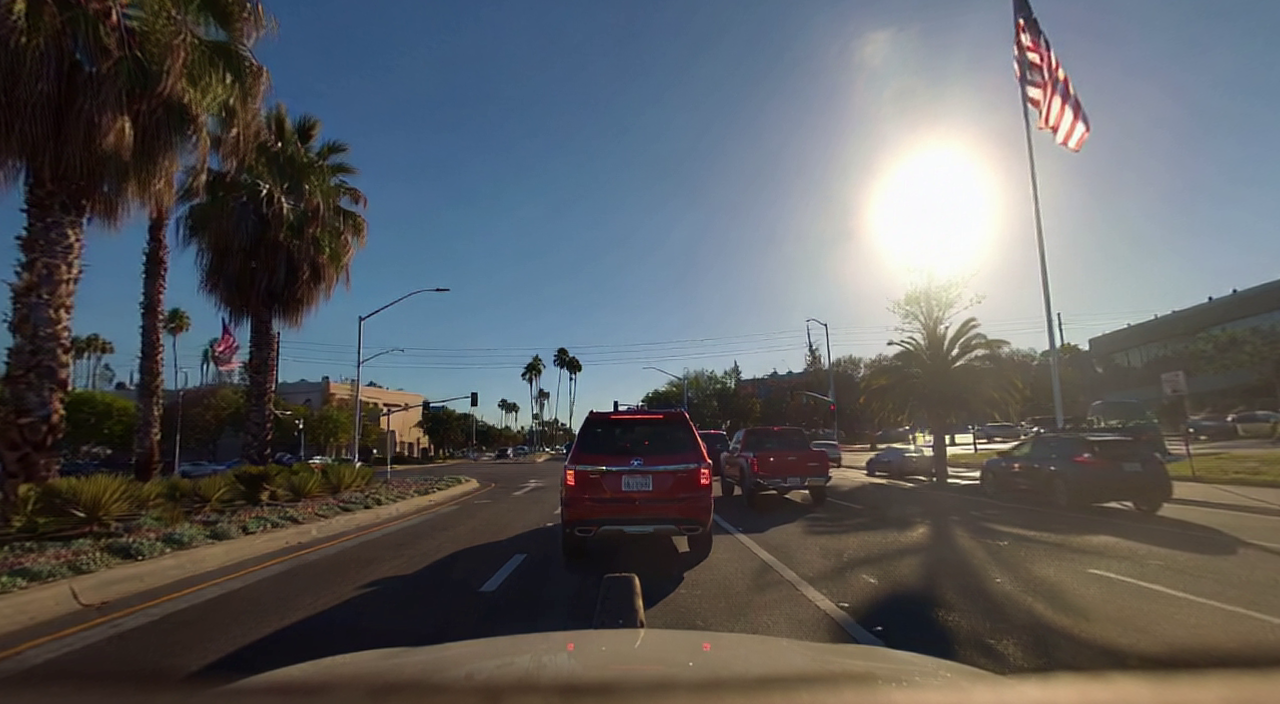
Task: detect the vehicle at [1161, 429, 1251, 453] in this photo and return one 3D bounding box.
[{"bbox_3d":[36.417,5.762,40.841,1.839,1.455,4.395,0,-9,2],"label":"vehicle"}]

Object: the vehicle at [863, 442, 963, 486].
[{"bbox_3d":[10.184,4.178,23.978,1.855,1.495,4.143,0,-9,-1],"label":"vehicle"}]

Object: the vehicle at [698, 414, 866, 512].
[{"bbox_3d":[3.256,2.790,16.383,2.773,2.021,6.212,0,-9,-2],"label":"vehicle"}]

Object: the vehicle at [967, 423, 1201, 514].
[{"bbox_3d":[9.992,2.649,14.843,2.155,1.779,4.582,0,-9,0],"label":"vehicle"}]

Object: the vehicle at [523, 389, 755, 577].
[{"bbox_3d":[-0.121,1.693,8.923,2.402,1.938,4.535,0,-9,-3],"label":"vehicle"}]

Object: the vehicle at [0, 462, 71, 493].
[{"bbox_3d":[-45.692,9.058,45.761,6.410,2.078,2.584,0,-9,0],"label":"vehicle"}]
